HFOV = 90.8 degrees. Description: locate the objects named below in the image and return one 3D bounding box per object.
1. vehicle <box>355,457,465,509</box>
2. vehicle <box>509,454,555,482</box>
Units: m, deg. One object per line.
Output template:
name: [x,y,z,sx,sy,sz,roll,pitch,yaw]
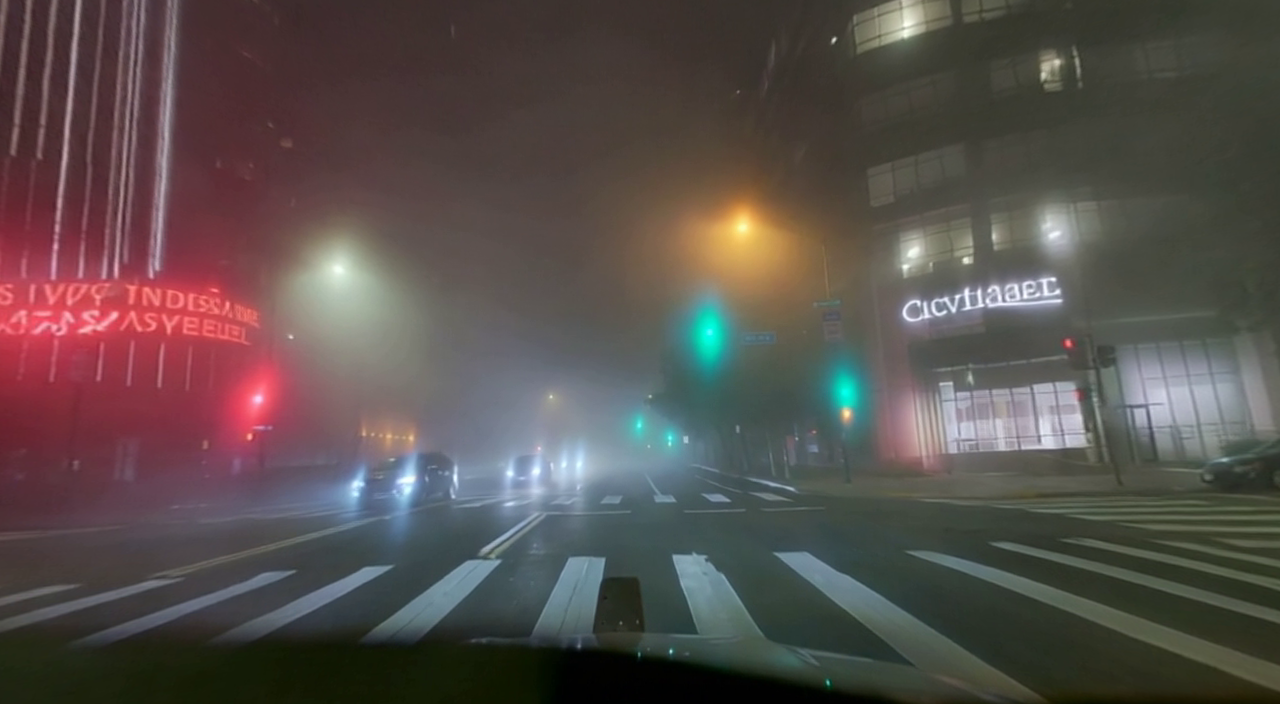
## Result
vehicle: [-7.417,4.243,20.891,1.893,1.451,4.276,0,-9,2]
vehicle: [-6.535,7.076,38.685,1.897,1.537,3.770,-1,-9,4]
